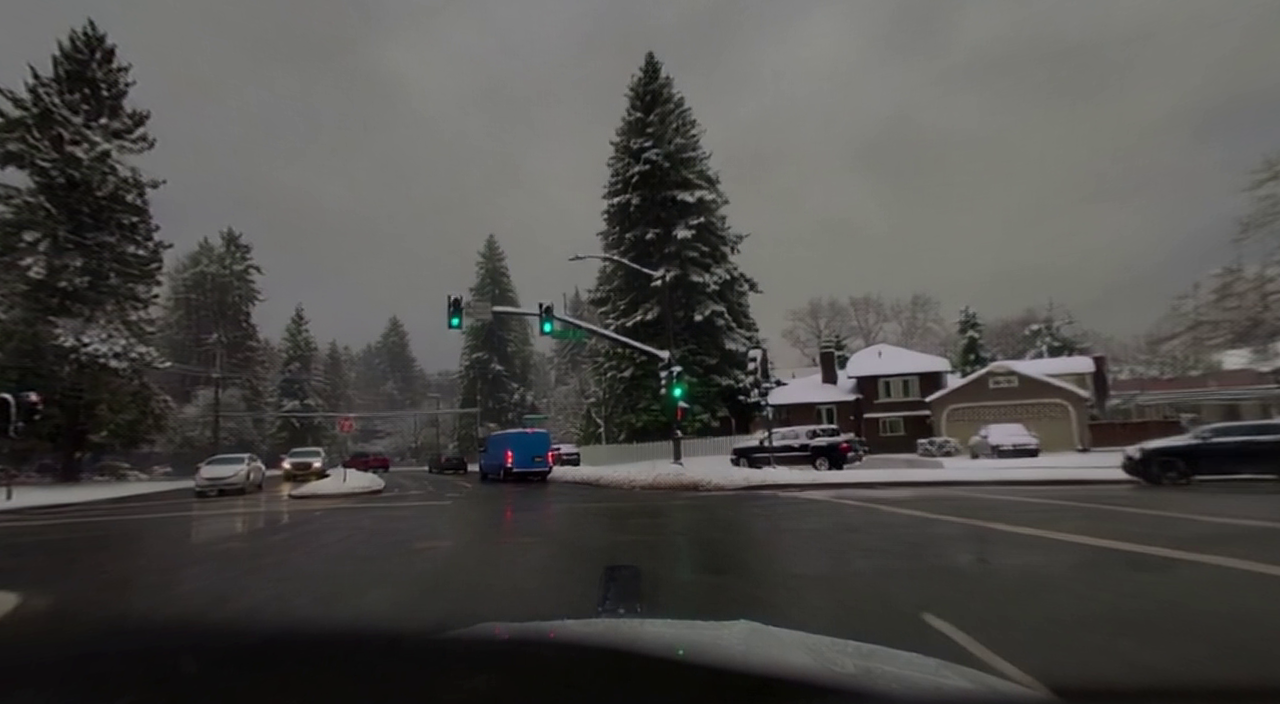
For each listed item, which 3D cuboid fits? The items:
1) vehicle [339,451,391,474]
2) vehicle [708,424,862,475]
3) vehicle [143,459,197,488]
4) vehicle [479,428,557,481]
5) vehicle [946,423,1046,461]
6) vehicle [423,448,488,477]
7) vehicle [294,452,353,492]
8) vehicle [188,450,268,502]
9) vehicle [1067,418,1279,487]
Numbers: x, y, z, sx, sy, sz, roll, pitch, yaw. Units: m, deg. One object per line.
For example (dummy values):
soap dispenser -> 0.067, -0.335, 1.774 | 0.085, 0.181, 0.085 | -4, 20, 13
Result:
vehicle -> -20.116, 8.025, 46.071 | 4.291, 1.493, 1.911 | -8, -11, 44
vehicle -> 6.294, 4.300, 27.972 | 6.104, 2.026, 2.514 | -7, -11, 39
vehicle -> -30.980, 8.002, 41.575 | 4.290, 1.497, 2.093 | -12, -10, 42
vehicle -> -5.501, 4.494, 27.990 | 2.213, 2.124, 4.809 | 4, -9, -25
vehicle -> 18.731, 4.704, 33.274 | 4.268, 1.765, 1.989 | -6, -6, 37
vehicle -> -10.331, 6.105, 35.170 | 2.008, 1.445, 4.386 | 6, -10, -36
vehicle -> -13.104, 4.896, 26.183 | 1.952, 1.461, 4.377 | 4, -9, -26
vehicle -> -16.321, 4.860, 25.283 | 2.078, 1.783, 4.670 | 4, -9, -27
vehicle -> 13.108, 2.351, 14.922 | 4.509, 1.481, 2.027 | -3, -9, 16
